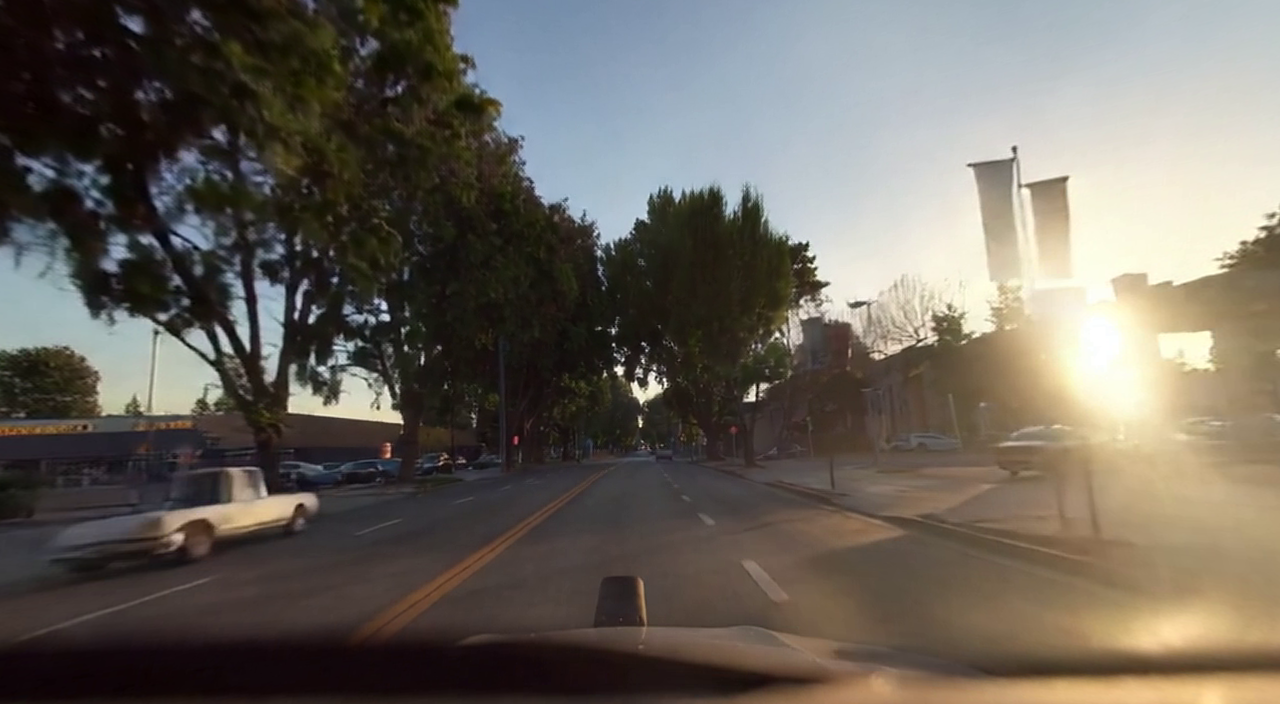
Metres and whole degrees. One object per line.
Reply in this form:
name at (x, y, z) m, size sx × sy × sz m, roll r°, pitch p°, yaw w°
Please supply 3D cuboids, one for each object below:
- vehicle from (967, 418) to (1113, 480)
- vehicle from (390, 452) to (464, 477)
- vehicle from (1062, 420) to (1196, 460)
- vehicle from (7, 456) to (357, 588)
vehicle at (11.213, 2.682, 17.581) m, size 4.587 × 1.504 × 1.928 m, roll 6°, pitch -11°, yaw -38°
vehicle at (-15.247, 8.057, 45.473) m, size 4.579 × 1.701 × 2.033 m, roll 0°, pitch -8°, yaw 1°
vehicle at (21.935, 4.004, 28.450) m, size 4.442 × 1.451 × 1.945 m, roll -12°, pitch -12°, yaw 42°
vehicle at (-6.504, 2.411, 9.882) m, size 1.962 × 1.478 × 4.639 m, roll 0°, pitch -9°, yaw 1°
